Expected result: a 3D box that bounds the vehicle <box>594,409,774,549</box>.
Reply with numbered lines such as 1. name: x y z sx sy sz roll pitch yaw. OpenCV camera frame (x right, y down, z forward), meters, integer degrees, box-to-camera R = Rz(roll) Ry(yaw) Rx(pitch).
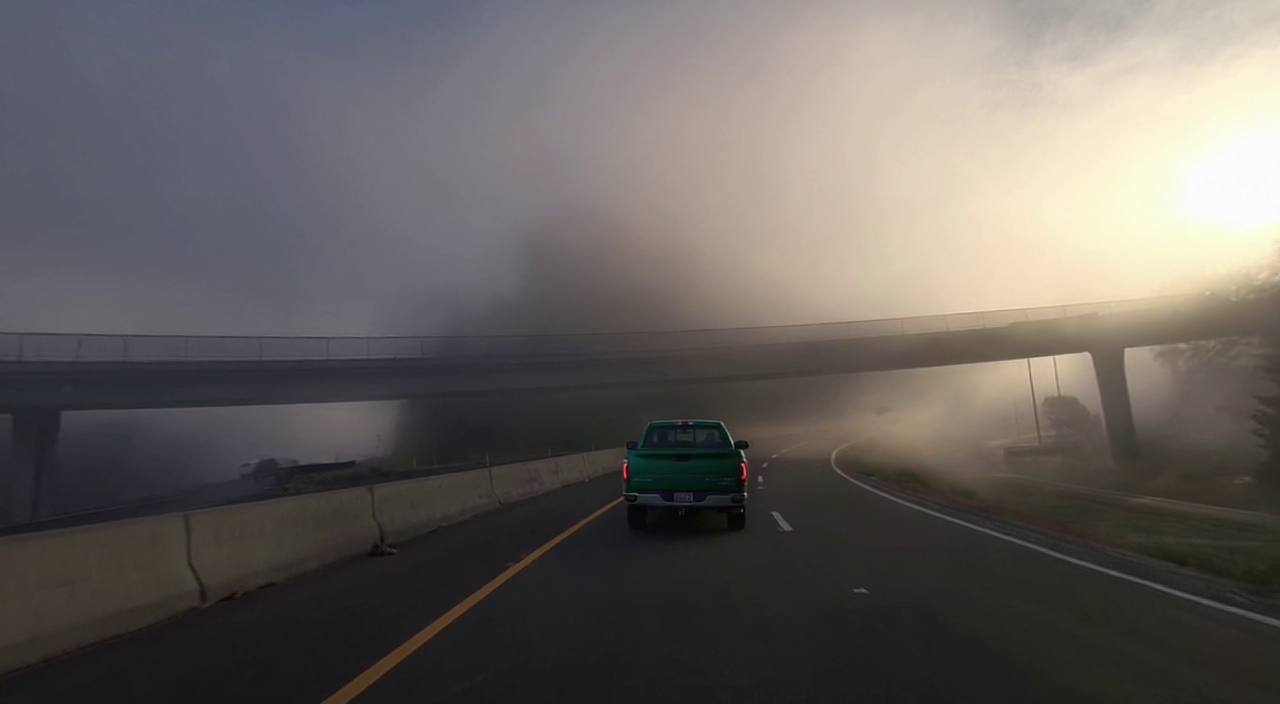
1. vehicle: 0.739 1.905 10.139 2.235 1.716 4.435 -1 -8 5
